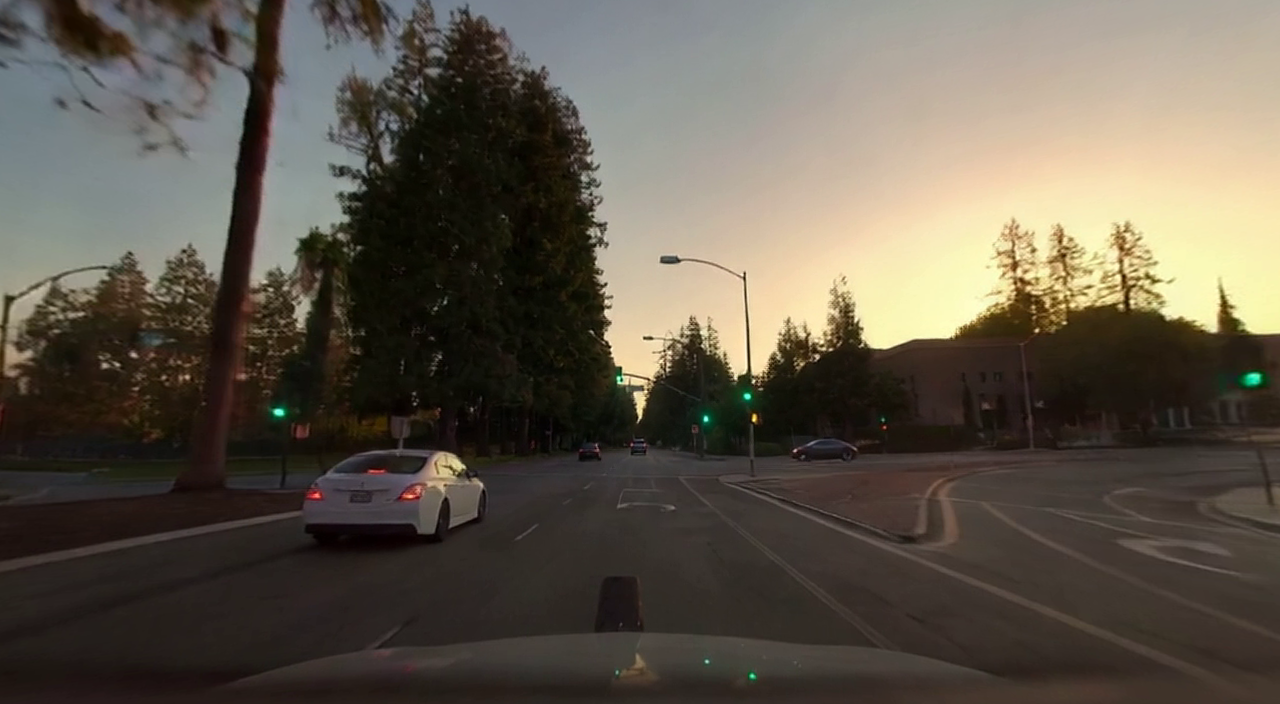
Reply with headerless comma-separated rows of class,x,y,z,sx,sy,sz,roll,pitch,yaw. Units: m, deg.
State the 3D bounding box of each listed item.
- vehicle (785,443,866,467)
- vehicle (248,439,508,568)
vehicle,11.977,6.651,40.907,4.632,1.473,1.889,0,-8,-3
vehicle,-3.477,2.072,9.525,1.968,1.459,4.433,0,-8,1
